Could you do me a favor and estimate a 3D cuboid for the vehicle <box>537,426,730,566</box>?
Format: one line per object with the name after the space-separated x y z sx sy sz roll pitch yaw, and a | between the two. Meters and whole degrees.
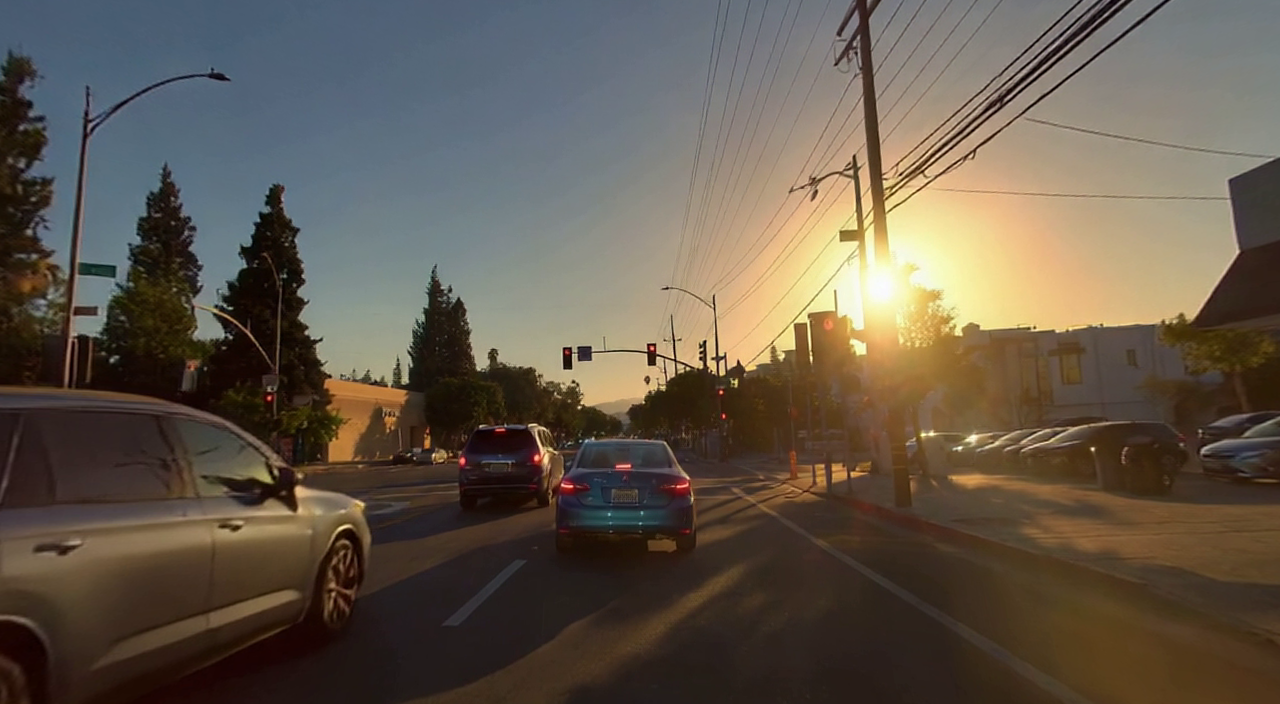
-0.152 1.859 8.963 2.070 1.481 4.216 0 -8 -2 | vehicle

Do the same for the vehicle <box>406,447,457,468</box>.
-15.547 7.800 46.853 2.111 1.511 4.641 6 -10 -36 | vehicle

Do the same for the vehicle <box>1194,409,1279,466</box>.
18.727 2.533 18.672 4.446 1.511 1.977 4 -10 -29 | vehicle

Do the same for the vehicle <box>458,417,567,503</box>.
-3.035 2.669 15.989 2.106 1.852 4.512 0 -8 -4 | vehicle

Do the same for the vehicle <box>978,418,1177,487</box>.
10.530 2.474 15.672 1.888 1.455 4.268 0 -8 1 | vehicle

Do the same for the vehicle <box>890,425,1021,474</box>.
10.647 3.330 21.717 1.842 1.471 4.481 1 -8 -6 | vehicle

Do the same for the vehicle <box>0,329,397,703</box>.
-2.908 0.940 2.938 2.003 1.681 3.878 0 -8 0 | vehicle
